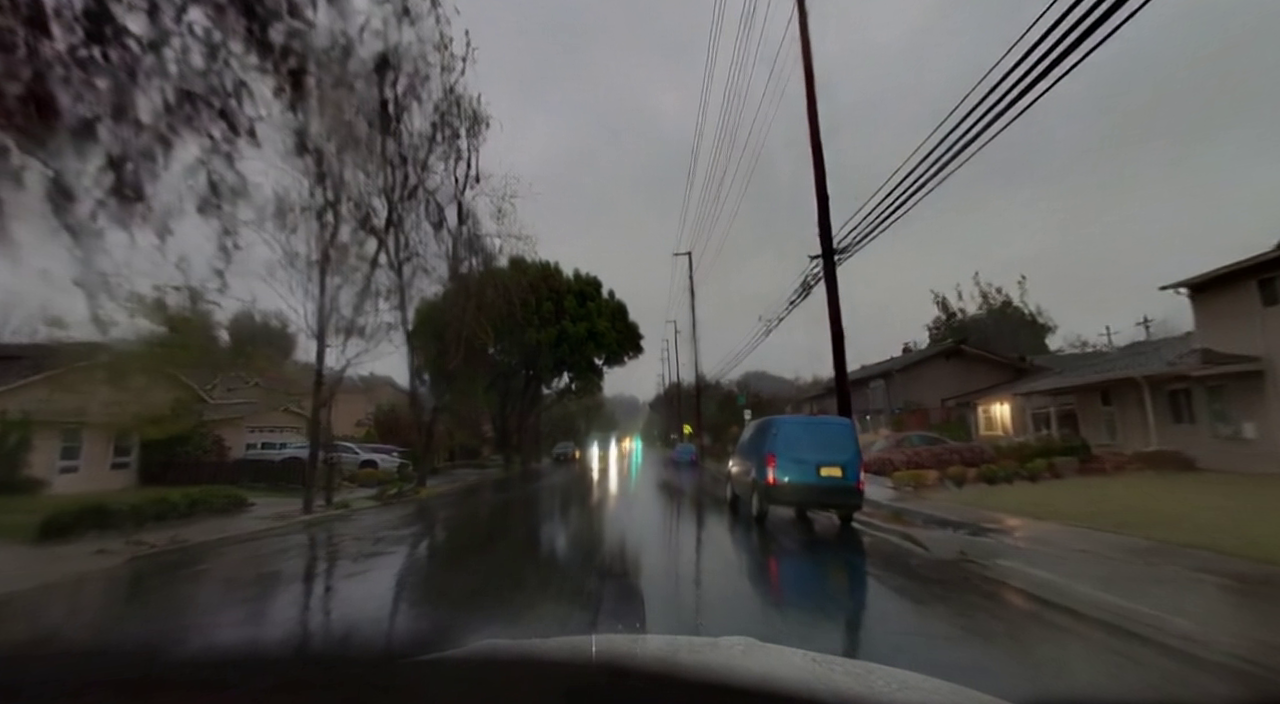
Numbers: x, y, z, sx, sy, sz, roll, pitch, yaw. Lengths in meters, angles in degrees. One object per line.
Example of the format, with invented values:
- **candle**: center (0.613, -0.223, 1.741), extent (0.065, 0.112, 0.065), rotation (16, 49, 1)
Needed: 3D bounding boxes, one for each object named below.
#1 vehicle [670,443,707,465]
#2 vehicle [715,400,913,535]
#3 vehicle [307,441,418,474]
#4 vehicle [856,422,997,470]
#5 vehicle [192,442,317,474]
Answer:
- **vehicle**: center (3.294, 7.049, 43.797), extent (1.944, 1.439, 4.500), rotation (1, -9, -4)
- **vehicle**: center (2.994, 2.166, 12.376), extent (2.311, 2.069, 5.156), rotation (0, -9, -1)
- **vehicle**: center (-13.260, 5.060, 30.406), extent (4.443, 1.475, 1.932), rotation (0, -9, -1)
- **vehicle**: center (11.155, 3.711, 24.861), extent (4.602, 1.799, 1.859), rotation (0, -9, 0)
- **vehicle**: center (-18.382, 5.051, 30.284), extent (4.615, 1.482, 2.073), rotation (0, -8, 1)
